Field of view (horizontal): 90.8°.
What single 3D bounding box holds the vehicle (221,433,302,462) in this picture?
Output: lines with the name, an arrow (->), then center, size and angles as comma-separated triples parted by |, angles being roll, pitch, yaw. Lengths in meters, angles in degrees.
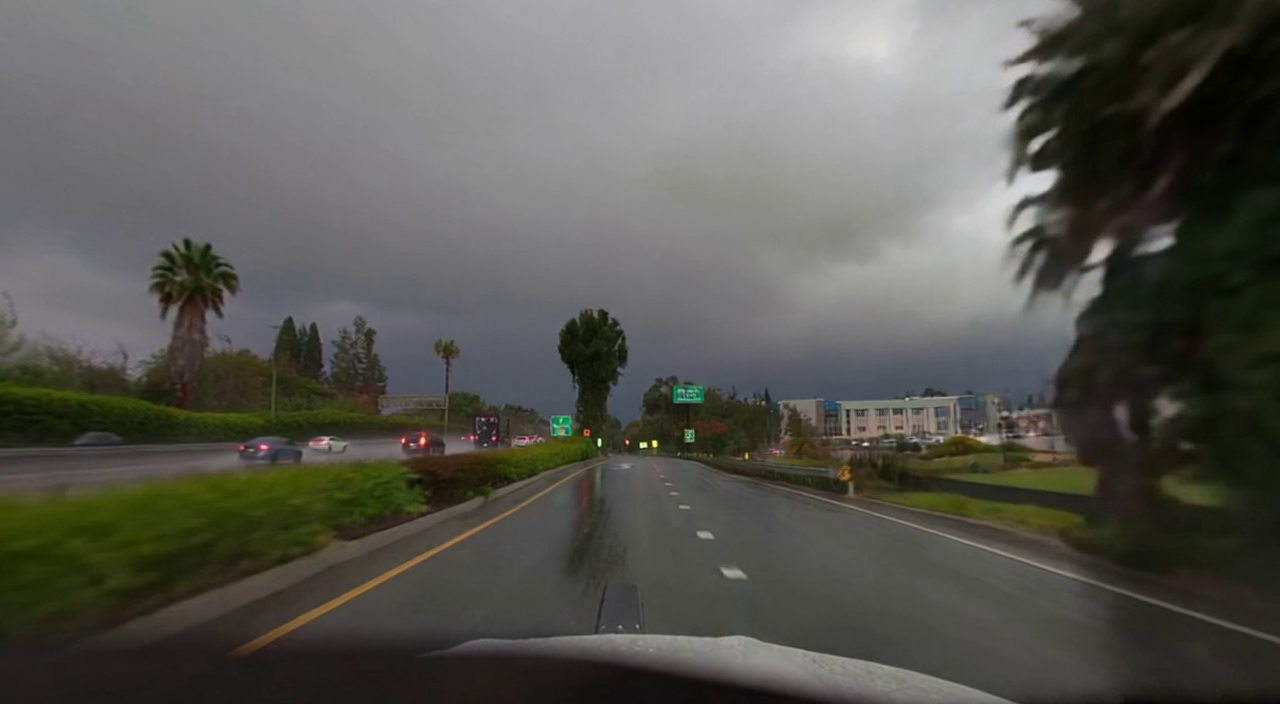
vehicle -> -21.229, 5.356, 35.640 | 1.933, 1.496, 4.516 | 0, -8, -3
